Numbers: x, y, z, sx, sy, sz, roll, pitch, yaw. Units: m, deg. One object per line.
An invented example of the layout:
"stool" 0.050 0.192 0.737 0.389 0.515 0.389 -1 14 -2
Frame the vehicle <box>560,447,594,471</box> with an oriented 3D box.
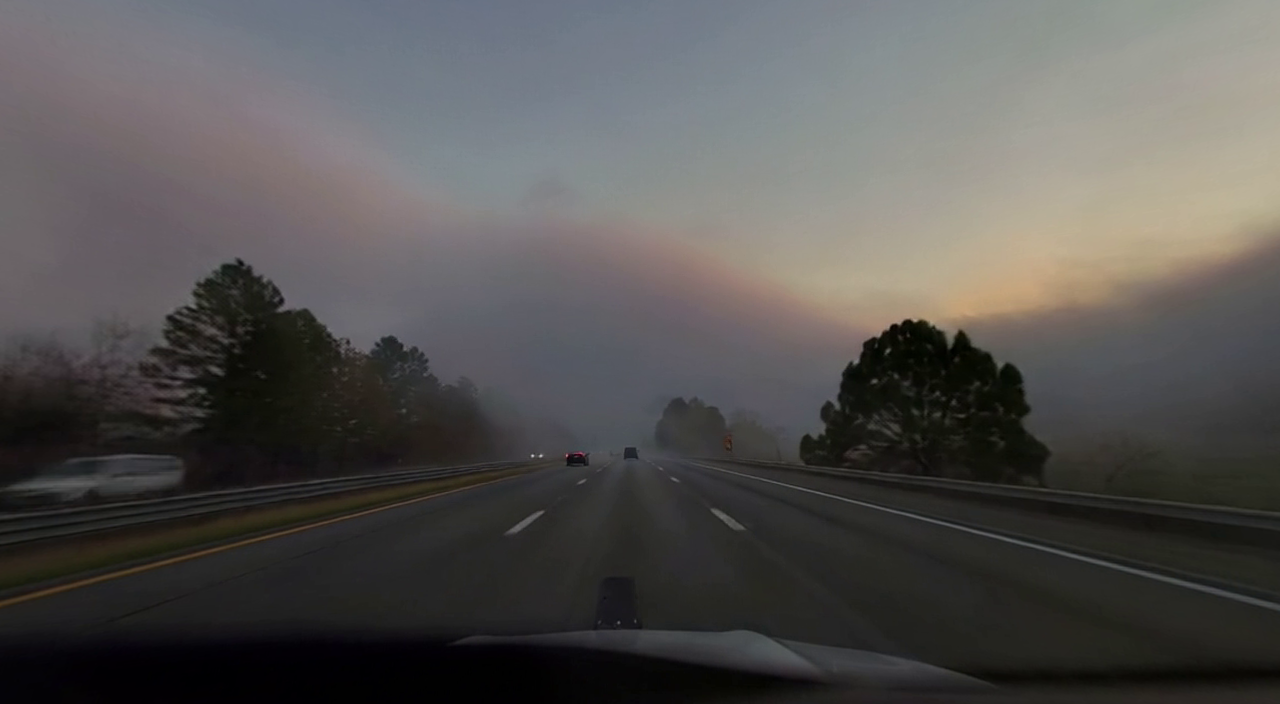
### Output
"vehicle" -4.144 7.073 41.816 1.970 1.492 3.944 0 -9 -1
